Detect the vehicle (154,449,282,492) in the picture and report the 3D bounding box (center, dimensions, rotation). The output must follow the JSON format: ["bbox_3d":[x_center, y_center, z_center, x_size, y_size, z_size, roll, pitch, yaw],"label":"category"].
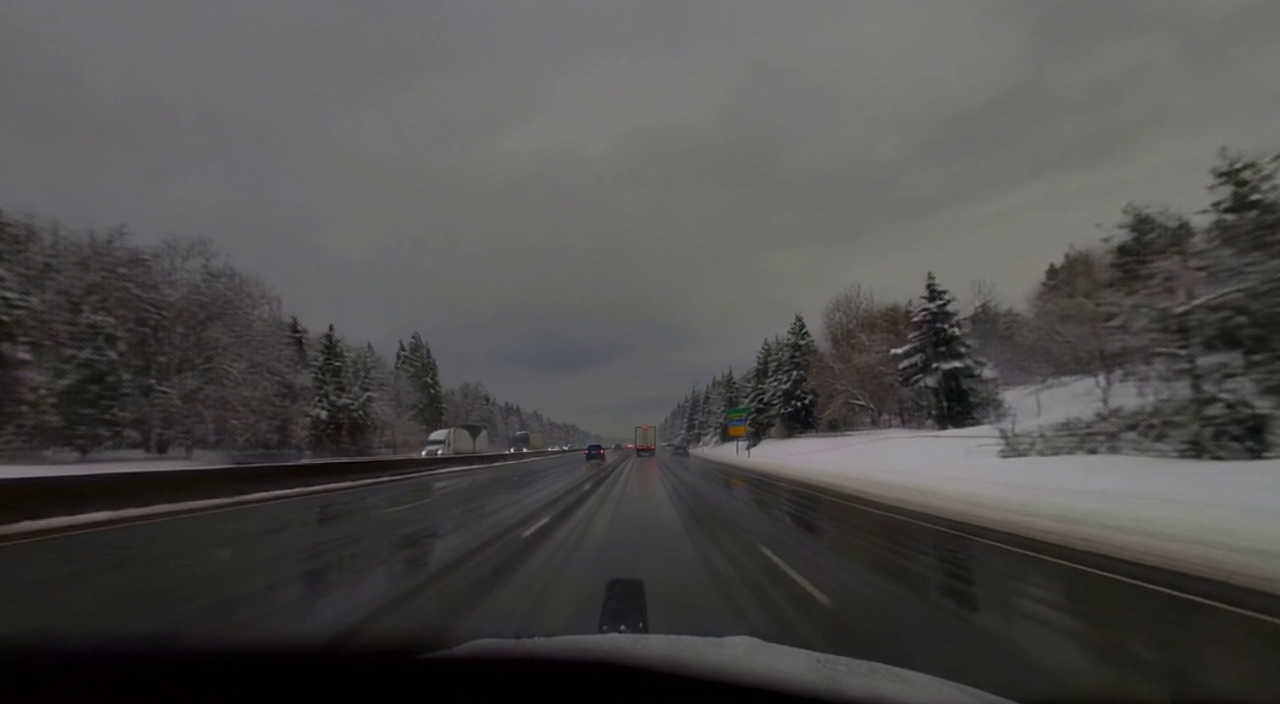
[{"bbox_3d":[-15.715,4.391,23.766,1.912,1.410,4.181,0,-8,1],"label":"vehicle"}]
